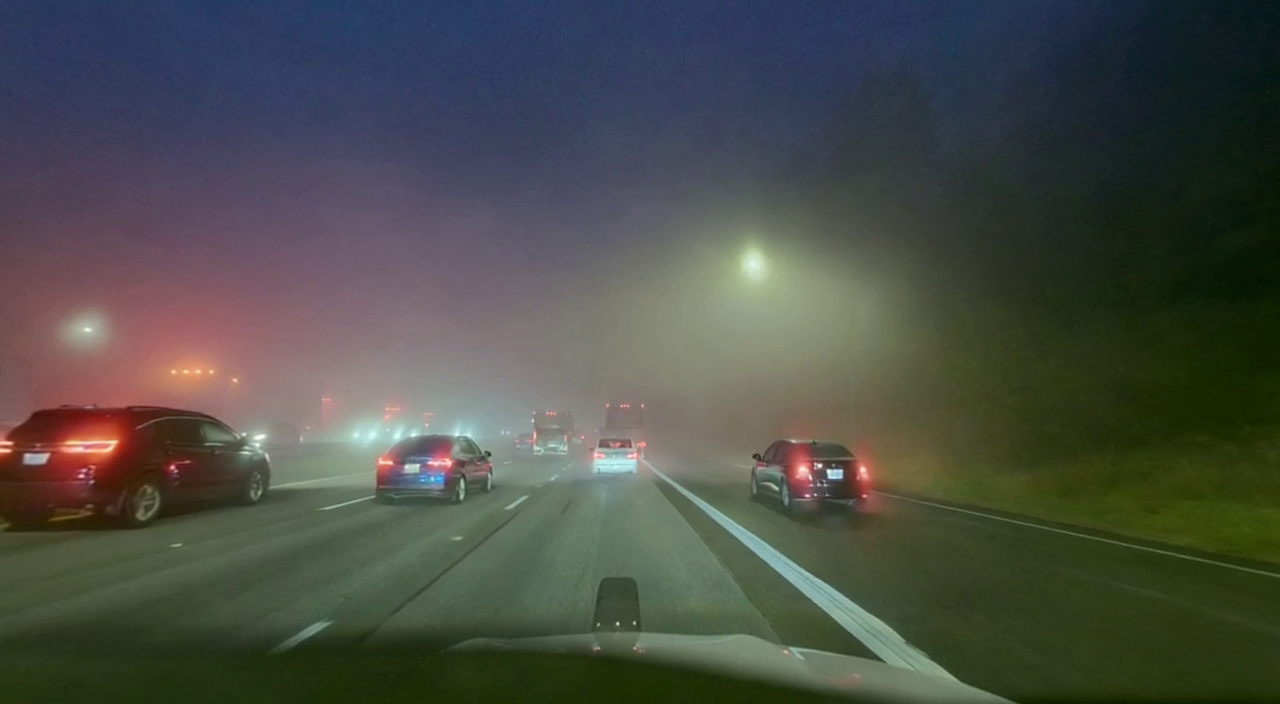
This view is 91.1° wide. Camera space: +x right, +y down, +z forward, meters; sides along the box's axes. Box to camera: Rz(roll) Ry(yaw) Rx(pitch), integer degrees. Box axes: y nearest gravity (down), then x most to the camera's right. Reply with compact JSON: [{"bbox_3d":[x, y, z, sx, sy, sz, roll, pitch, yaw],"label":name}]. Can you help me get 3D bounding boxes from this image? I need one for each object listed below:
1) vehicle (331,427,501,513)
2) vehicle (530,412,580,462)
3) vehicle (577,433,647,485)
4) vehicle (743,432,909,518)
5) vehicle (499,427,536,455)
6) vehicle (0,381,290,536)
[{"bbox_3d":[-4.416,2.367,13.260,2.046,1.493,4.384,0,-8,-1],"label":"vehicle"},{"bbox_3d":[-4.846,4.965,36.774,2.303,2.610,6.579,0,-8,-3],"label":"vehicle"},{"bbox_3d":[-0.864,3.301,19.795,1.980,1.478,3.758,0,-8,-2],"label":"vehicle"},{"bbox_3d":[3.615,2.453,13.224,1.981,1.474,4.396,0,-8,-2],"label":"vehicle"},{"bbox_3d":[-9.405,6.864,48.638,2.023,1.992,4.581,0,-8,-2],"label":"vehicle"},{"bbox_3d":[-8.126,1.654,10.296,2.158,1.943,4.662,0,-8,-1],"label":"vehicle"}]
